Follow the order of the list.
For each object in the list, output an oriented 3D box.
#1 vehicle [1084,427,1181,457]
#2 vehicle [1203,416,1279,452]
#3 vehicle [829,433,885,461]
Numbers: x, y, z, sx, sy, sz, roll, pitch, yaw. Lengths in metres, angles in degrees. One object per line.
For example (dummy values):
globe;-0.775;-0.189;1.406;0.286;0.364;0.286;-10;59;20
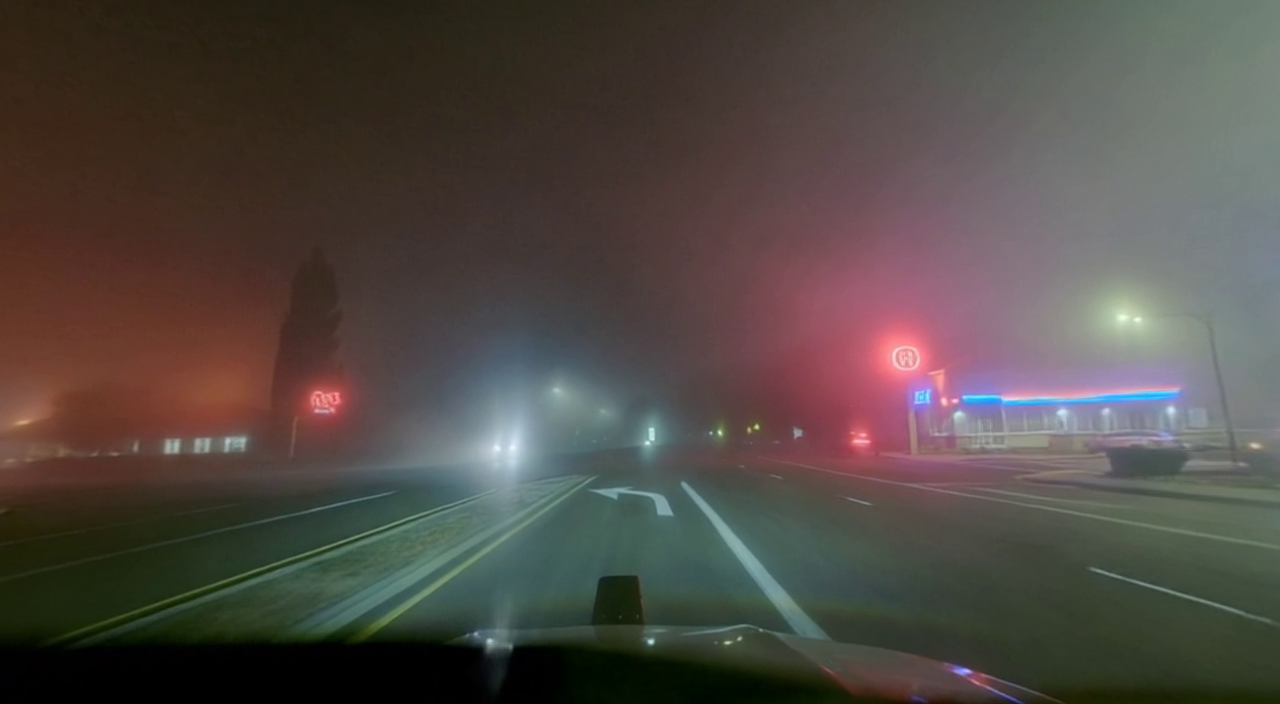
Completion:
vehicle;26.999;4.971;34.848;1.836;1.497;4.419;0;-8;1
vehicle;35.231;4.666;35.723;2.028;1.886;5.190;0;-8;1
vehicle;14.239;6.271;41.727;1.987;1.694;4.523;0;-8;-1
